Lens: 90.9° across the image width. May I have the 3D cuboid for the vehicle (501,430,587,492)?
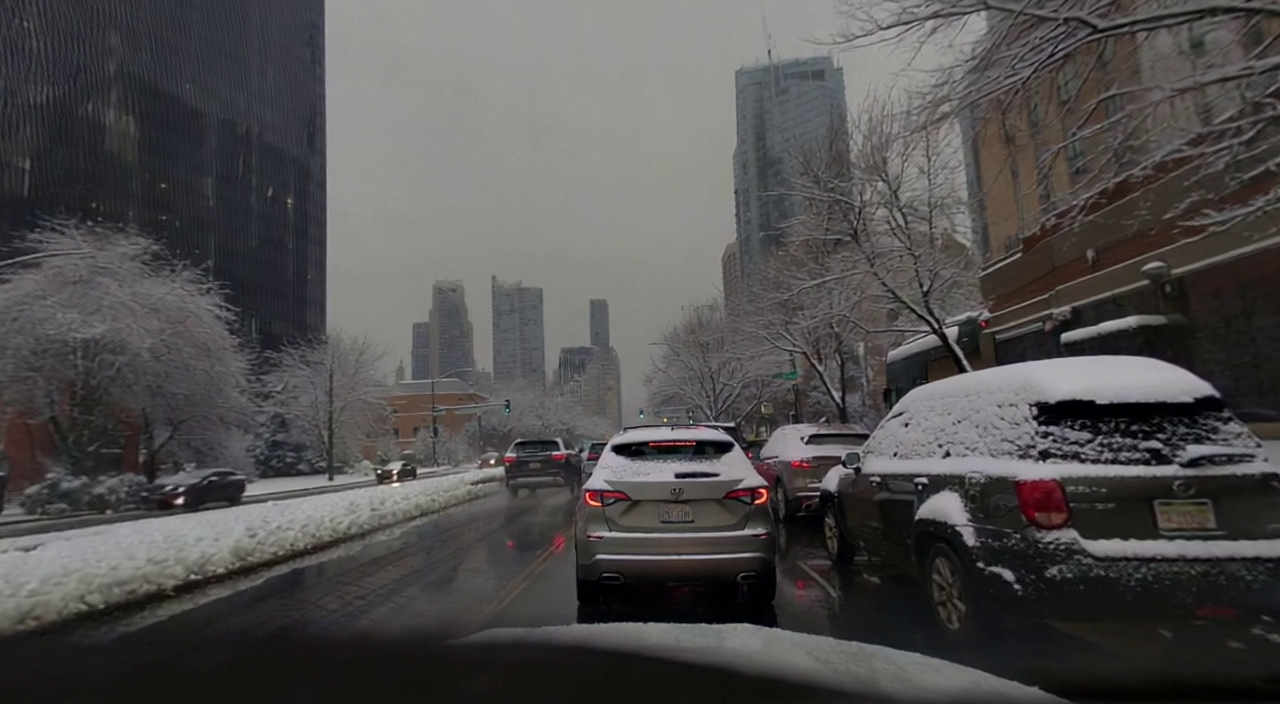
[{"bbox_3d":[-3.187,3.769,22.173,2.175,1.919,5.223,0,-9,0],"label":"vehicle"}]

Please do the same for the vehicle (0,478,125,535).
[{"bbox_3d":[-22.681,5.799,24.064,1.975,1.698,4.715,0,-9,1],"label":"vehicle"}]

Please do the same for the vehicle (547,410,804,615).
[{"bbox_3d":[0.229,1.553,6.895,2.045,1.608,3.573,0,-9,-2],"label":"vehicle"}]

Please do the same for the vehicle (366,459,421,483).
[{"bbox_3d":[-19.120,9.229,49.158,2.274,1.708,4.863,0,-9,1],"label":"vehicle"}]

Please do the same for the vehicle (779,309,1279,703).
[{"bbox_3d":[2.728,1.098,4.921,2.117,1.855,4.794,0,-9,-1],"label":"vehicle"}]

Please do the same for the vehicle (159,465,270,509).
[{"bbox_3d":[-18.975,6.009,28.367,1.964,1.686,4.144,0,-9,2],"label":"vehicle"}]
